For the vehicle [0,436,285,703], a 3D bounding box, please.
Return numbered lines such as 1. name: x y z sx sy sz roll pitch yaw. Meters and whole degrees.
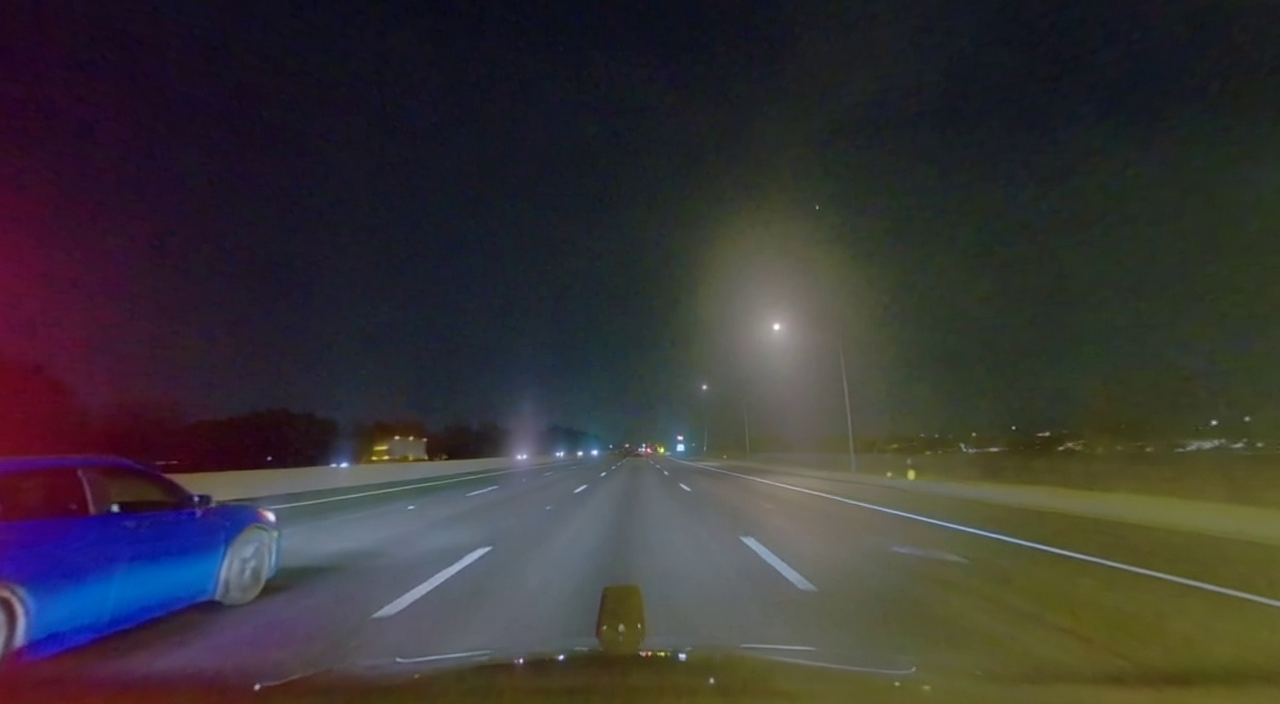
1. vehicle: -3.941 1.192 3.273 1.935 1.479 3.787 0 -9 1
